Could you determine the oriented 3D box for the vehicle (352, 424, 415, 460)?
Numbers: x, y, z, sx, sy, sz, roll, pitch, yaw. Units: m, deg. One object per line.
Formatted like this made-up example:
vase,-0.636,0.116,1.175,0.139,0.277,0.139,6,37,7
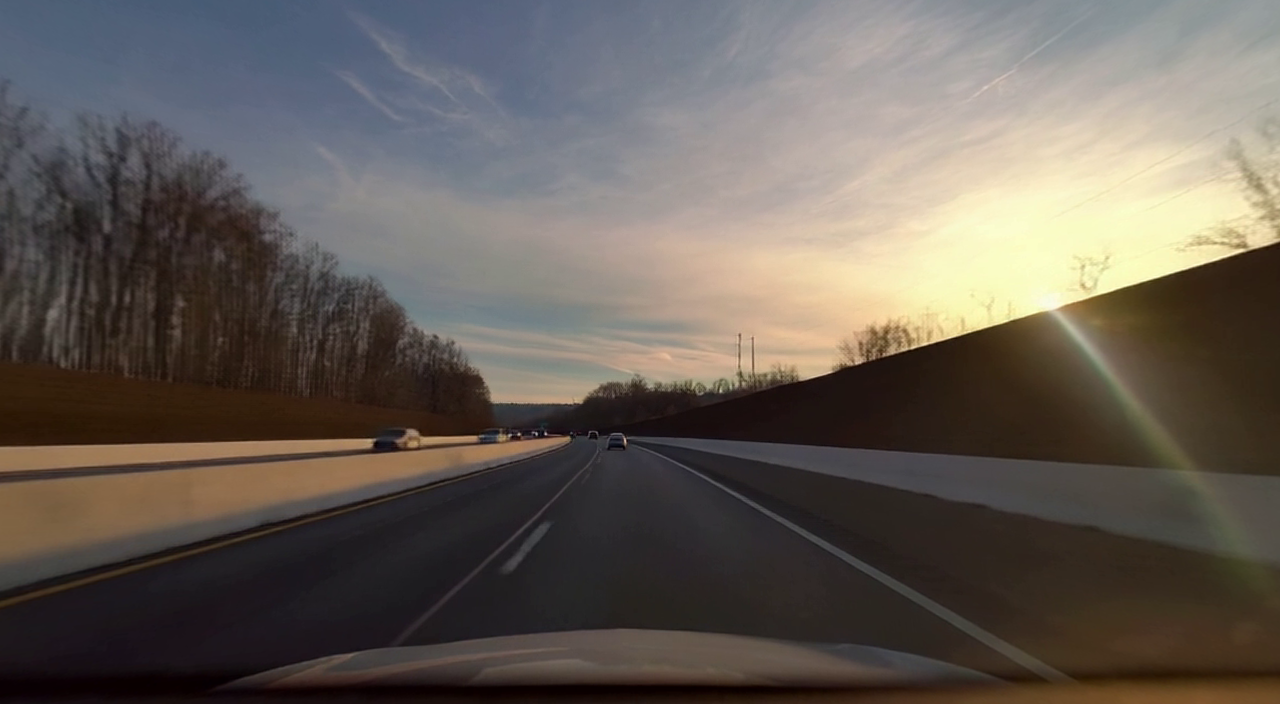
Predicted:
vehicle,-15.365,5.427,37.978,1.899,1.991,4.610,0,-8,-1
